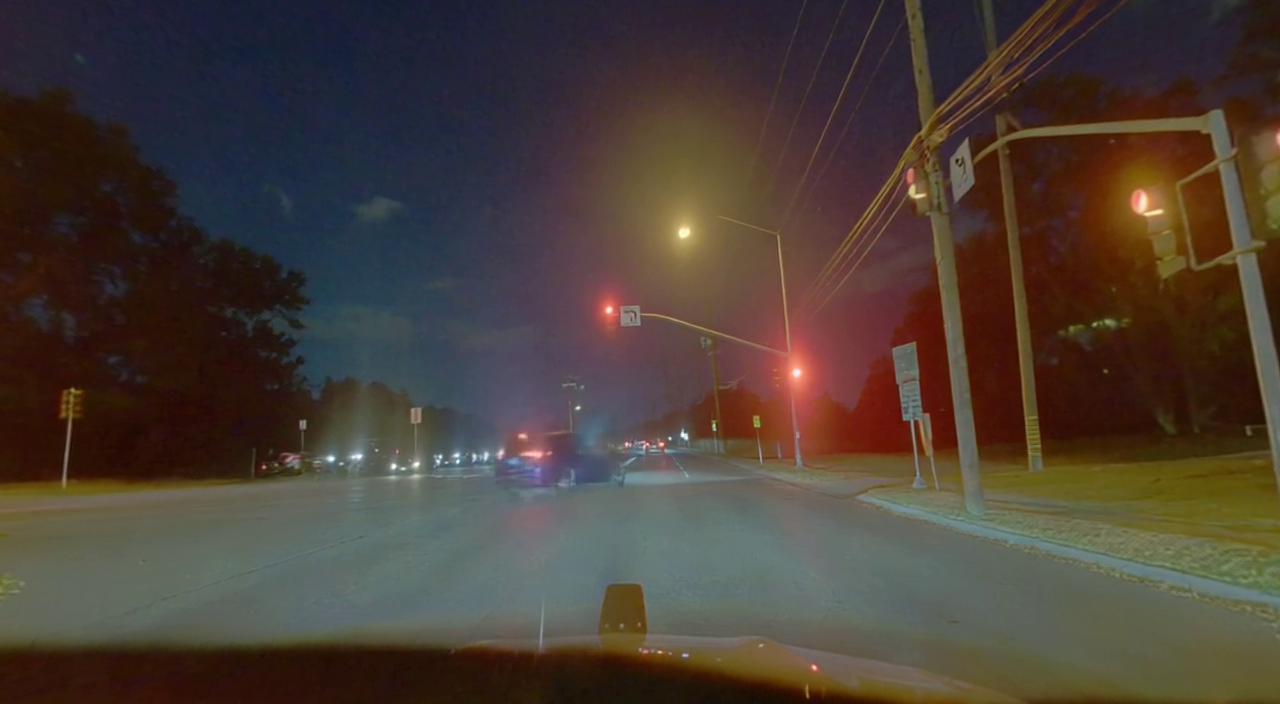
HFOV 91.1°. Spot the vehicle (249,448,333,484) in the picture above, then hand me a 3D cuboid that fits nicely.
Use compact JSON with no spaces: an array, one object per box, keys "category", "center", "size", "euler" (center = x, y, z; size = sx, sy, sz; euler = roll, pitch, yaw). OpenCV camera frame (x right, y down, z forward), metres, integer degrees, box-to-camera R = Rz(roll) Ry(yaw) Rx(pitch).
[{"category":"vehicle","center":[-17.090,5.590,31.005],"size":[1.942,1.477,3.957],"euler":[-4,-9,-1]}]

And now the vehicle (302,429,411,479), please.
[{"category":"vehicle","center":[-13.117,4.766,29.630],"size":[2.350,2.104,5.828],"euler":[0,-8,1]}]

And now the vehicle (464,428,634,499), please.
[{"category":"vehicle","center":[-2.336,3.021,17.383],"size":[2.051,1.666,4.607],"euler":[-6,-10,34]}]
